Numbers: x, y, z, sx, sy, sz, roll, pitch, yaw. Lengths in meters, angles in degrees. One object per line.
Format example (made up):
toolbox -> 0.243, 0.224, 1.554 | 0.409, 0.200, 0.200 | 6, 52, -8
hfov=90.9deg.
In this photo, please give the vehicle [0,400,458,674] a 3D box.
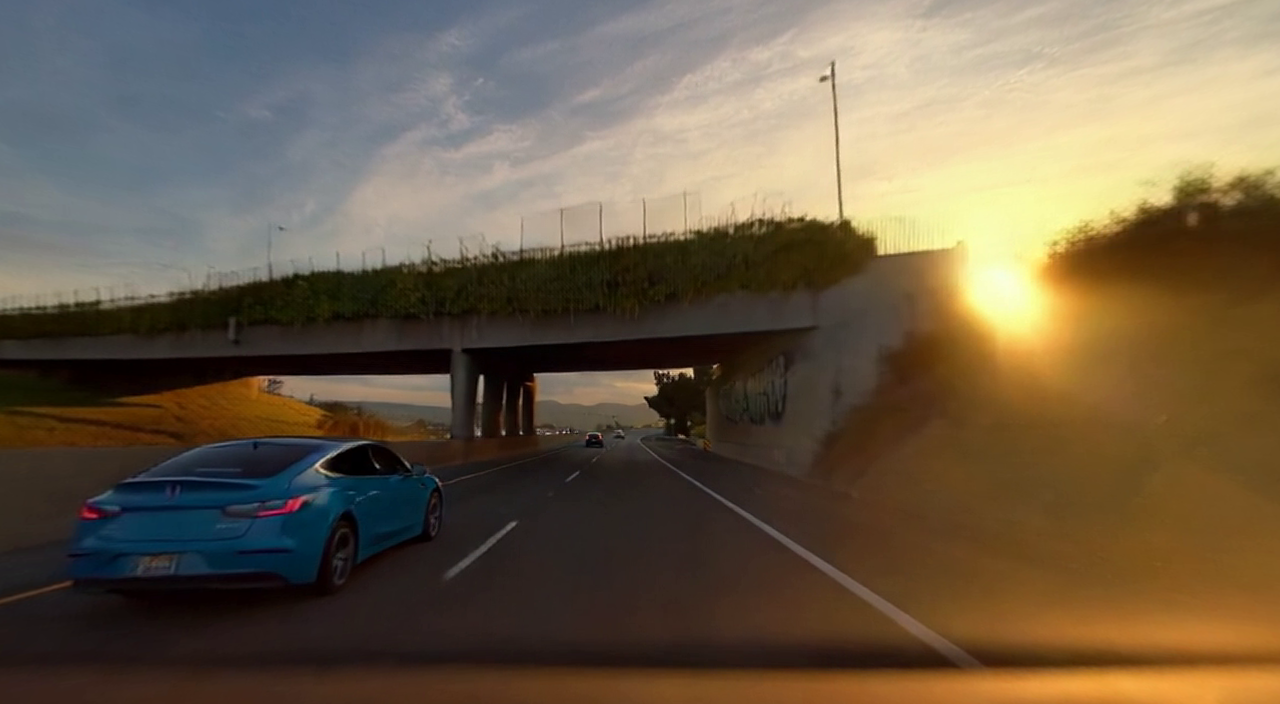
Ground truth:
vehicle -> -3.449, 1.365, 5.957 | 2.108, 1.555, 4.574 | 0, -8, 0
